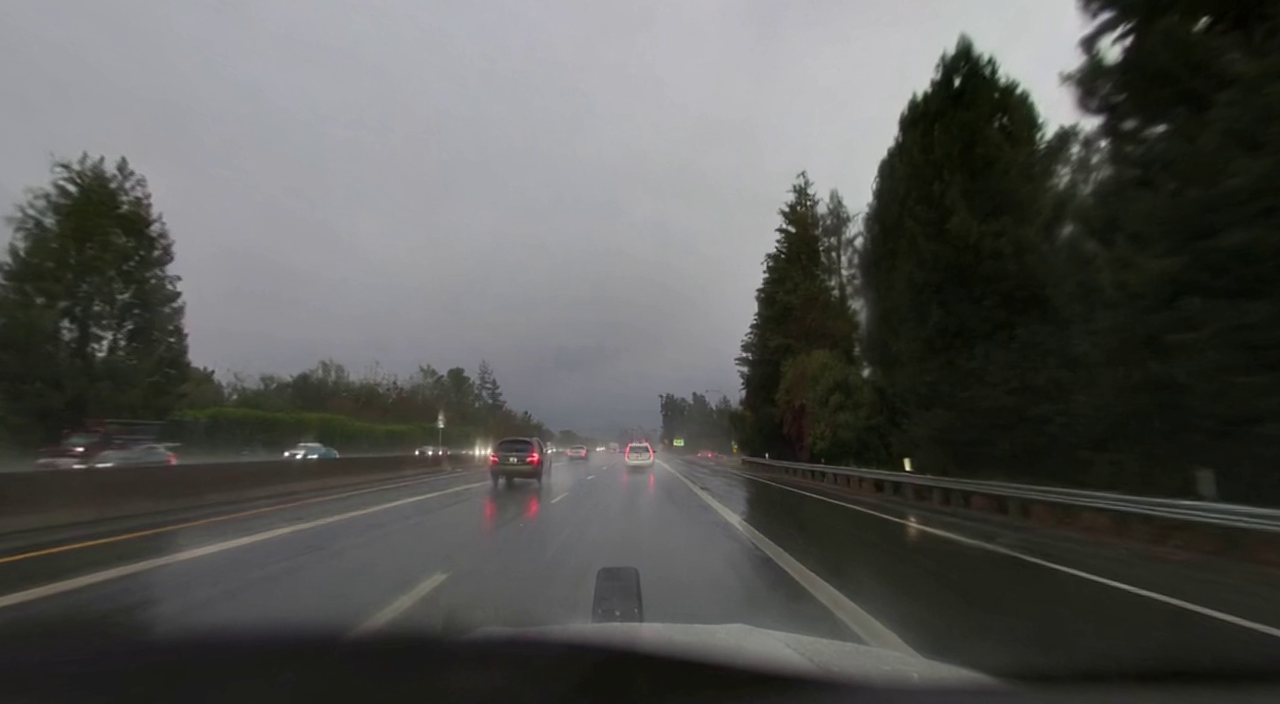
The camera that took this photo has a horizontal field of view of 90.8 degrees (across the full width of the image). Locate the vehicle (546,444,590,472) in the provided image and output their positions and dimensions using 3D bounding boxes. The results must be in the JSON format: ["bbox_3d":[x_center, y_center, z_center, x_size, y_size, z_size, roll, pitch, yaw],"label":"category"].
[{"bbox_3d":[-4.207,6.231,37.354,2.084,1.528,4.094,0,-8,0],"label":"vehicle"}]

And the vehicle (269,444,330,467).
[{"bbox_3d":[-24.891,7.589,46.386,1.921,1.603,4.515,0,-8,0],"label":"vehicle"}]

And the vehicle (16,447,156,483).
[{"bbox_3d":[-25.097,5.094,28.899,2.163,1.480,4.658,0,-8,0],"label":"vehicle"}]

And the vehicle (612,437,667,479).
[{"bbox_3d":[-0.063,4.894,29.423,2.378,1.750,4.355,0,-8,-1],"label":"vehicle"}]

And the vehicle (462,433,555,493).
[{"bbox_3d":[-4.109,3.550,20.545,2.044,1.717,4.421,0,-8,1],"label":"vehicle"}]
